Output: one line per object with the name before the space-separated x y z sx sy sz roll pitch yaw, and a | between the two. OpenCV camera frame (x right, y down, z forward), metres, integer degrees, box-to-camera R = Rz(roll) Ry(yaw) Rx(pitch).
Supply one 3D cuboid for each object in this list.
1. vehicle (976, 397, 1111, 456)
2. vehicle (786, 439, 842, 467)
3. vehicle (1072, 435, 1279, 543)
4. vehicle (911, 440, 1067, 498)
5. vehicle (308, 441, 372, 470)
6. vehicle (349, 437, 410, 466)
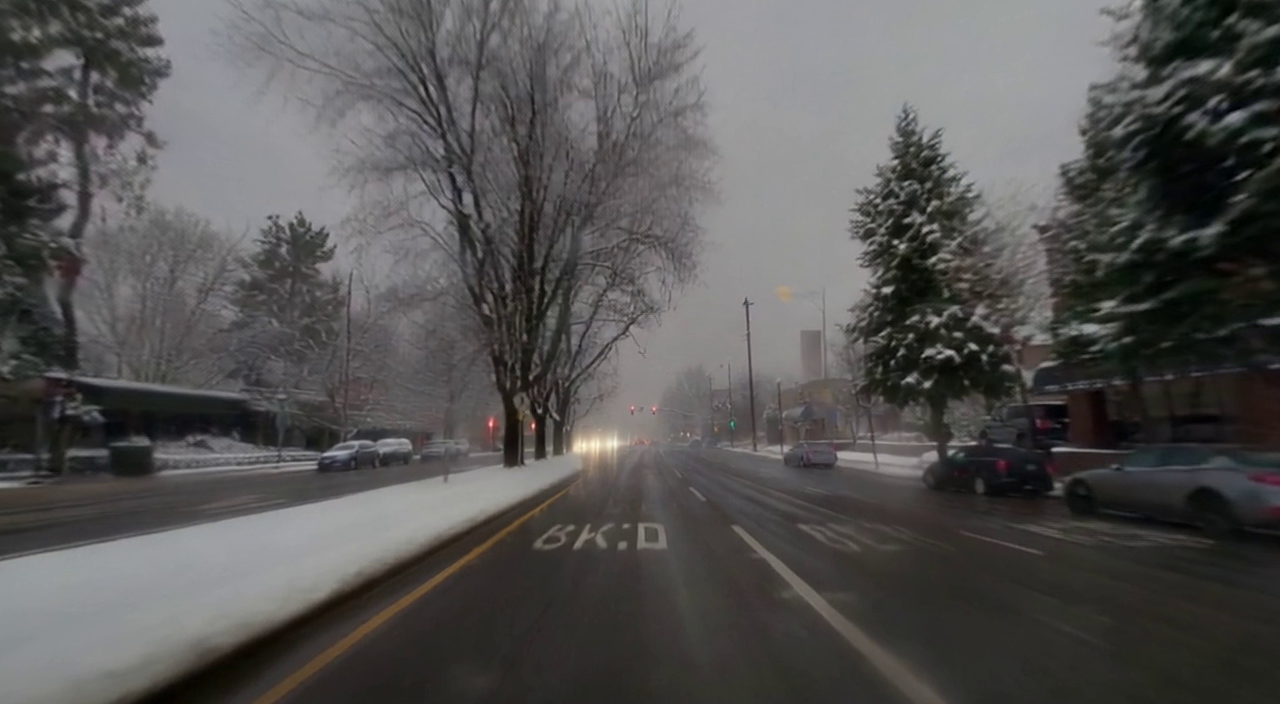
vehicle | 18.932 3.638 30.137 2.179 2.441 5.974 -1 -8 -2
vehicle | 10.047 5.878 36.886 1.919 1.546 4.730 0 -9 0
vehicle | 9.732 2.192 10.658 1.726 1.486 4.394 0 -9 -1
vehicle | 9.892 3.318 18.410 1.926 1.464 4.436 0 -9 -1
vehicle | -19.323 6.654 40.892 1.966 1.753 4.634 0 -9 -2
vehicle | -19.041 7.270 46.484 2.085 1.957 5.548 0 -8 1
